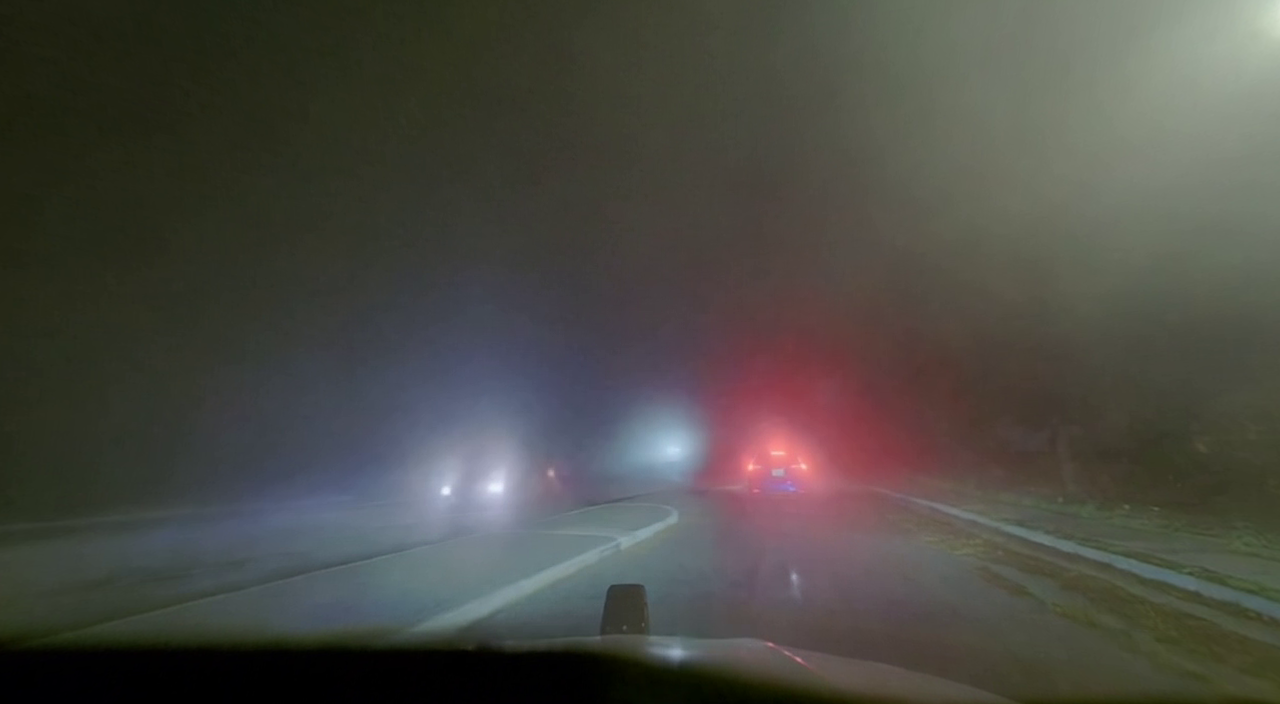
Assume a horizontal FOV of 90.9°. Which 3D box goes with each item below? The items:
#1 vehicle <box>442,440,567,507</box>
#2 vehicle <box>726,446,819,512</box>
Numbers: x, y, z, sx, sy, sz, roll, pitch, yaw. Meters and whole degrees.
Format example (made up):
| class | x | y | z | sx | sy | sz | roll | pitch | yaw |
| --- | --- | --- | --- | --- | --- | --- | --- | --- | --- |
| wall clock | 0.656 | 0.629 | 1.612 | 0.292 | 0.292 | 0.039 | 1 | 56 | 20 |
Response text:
| class | x | y | z | sx | sy | sz | roll | pitch | yaw |
| --- | --- | --- | --- | --- | --- | --- | --- | --- | --- |
| vehicle | -4.327 | 3.970 | 21.225 | 2.150 | 1.927 | 5.209 | -2 | -8 | 12 |
| vehicle | 3.590 | 3.369 | 17.226 | 2.148 | 1.521 | 4.089 | -2 | -8 | 11 |
